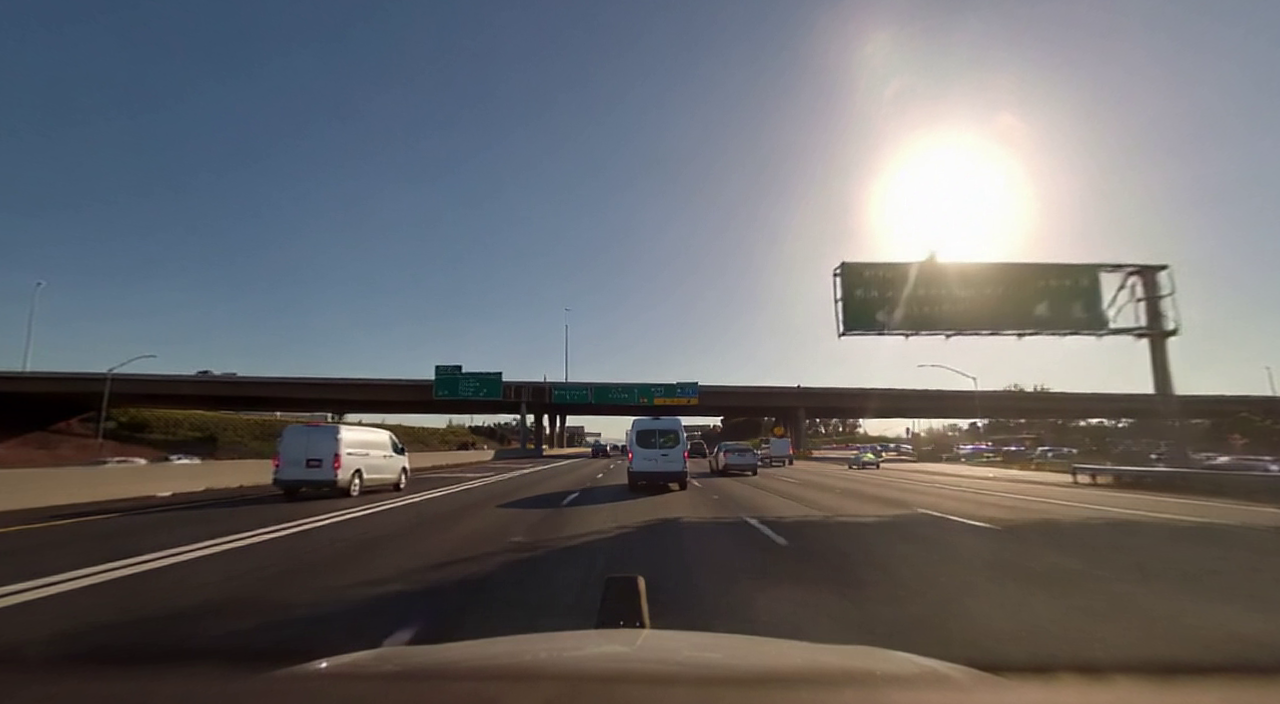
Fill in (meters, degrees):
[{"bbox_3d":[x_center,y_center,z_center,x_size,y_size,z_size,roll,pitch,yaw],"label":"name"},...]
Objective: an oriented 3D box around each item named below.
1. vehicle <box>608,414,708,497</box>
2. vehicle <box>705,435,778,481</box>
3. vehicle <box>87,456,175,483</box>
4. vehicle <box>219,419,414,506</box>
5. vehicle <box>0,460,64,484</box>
[{"bbox_3d":[0.427,2.958,18.279,2.509,2.062,4.639,0,-9,-1],"label":"vehicle"},{"bbox_3d":[3.961,4.223,25.319,2.146,1.678,4.489,0,-9,-1],"label":"vehicle"},{"bbox_3d":[-32.209,7.407,40.025,1.804,1.504,4.468,0,-9,1],"label":"vehicle"},{"bbox_3d":[-7.652,2.675,15.652,2.192,1.776,4.957,0,-9,0],"label":"vehicle"},{"bbox_3d":[-44.965,8.675,45.727,1.805,1.525,4.591,0,-9,0],"label":"vehicle"}]
